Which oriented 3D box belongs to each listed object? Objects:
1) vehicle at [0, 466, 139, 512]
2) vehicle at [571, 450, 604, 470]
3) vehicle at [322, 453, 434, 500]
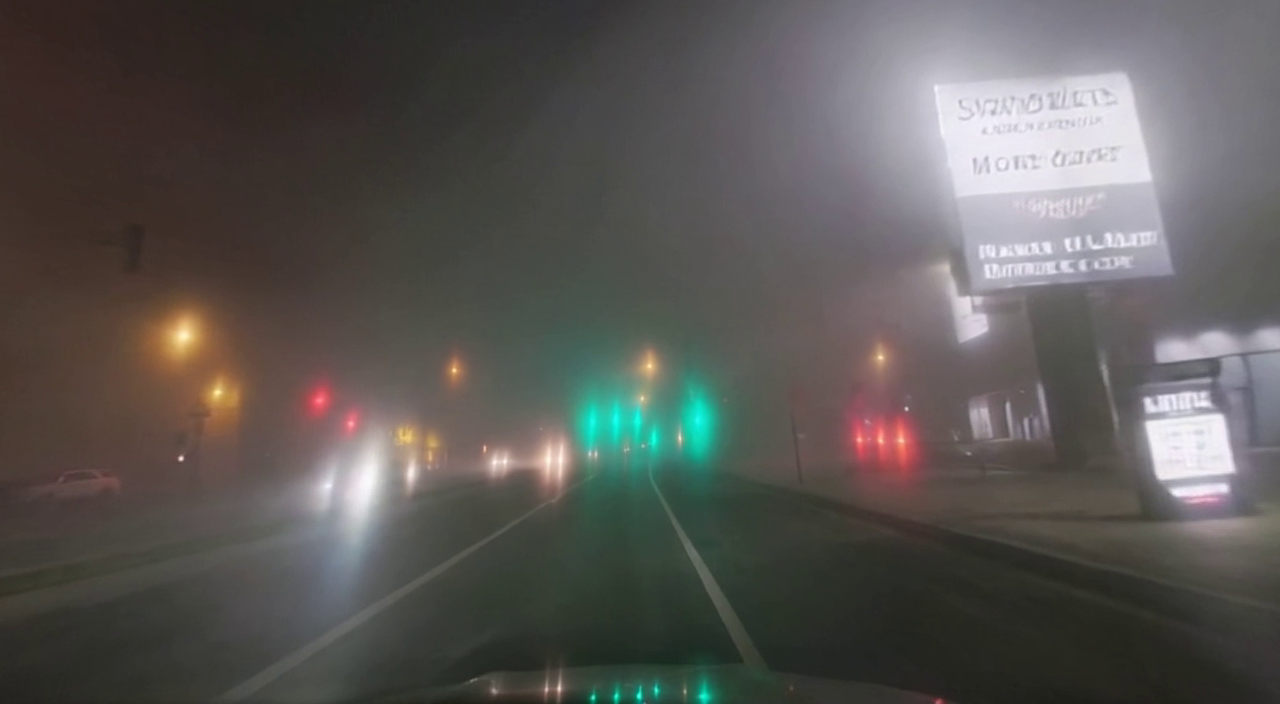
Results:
[{"bbox_3d":[-26.927,6.251,29.220,2.059,1.804,5.347,-5,-10,27],"label":"vehicle"},{"bbox_3d":[-3.832,7.939,46.479,1.962,1.420,4.021,0,-9,1],"label":"vehicle"},{"bbox_3d":[-9.647,4.578,23.793,1.994,1.550,5.009,0,-9,1],"label":"vehicle"}]
